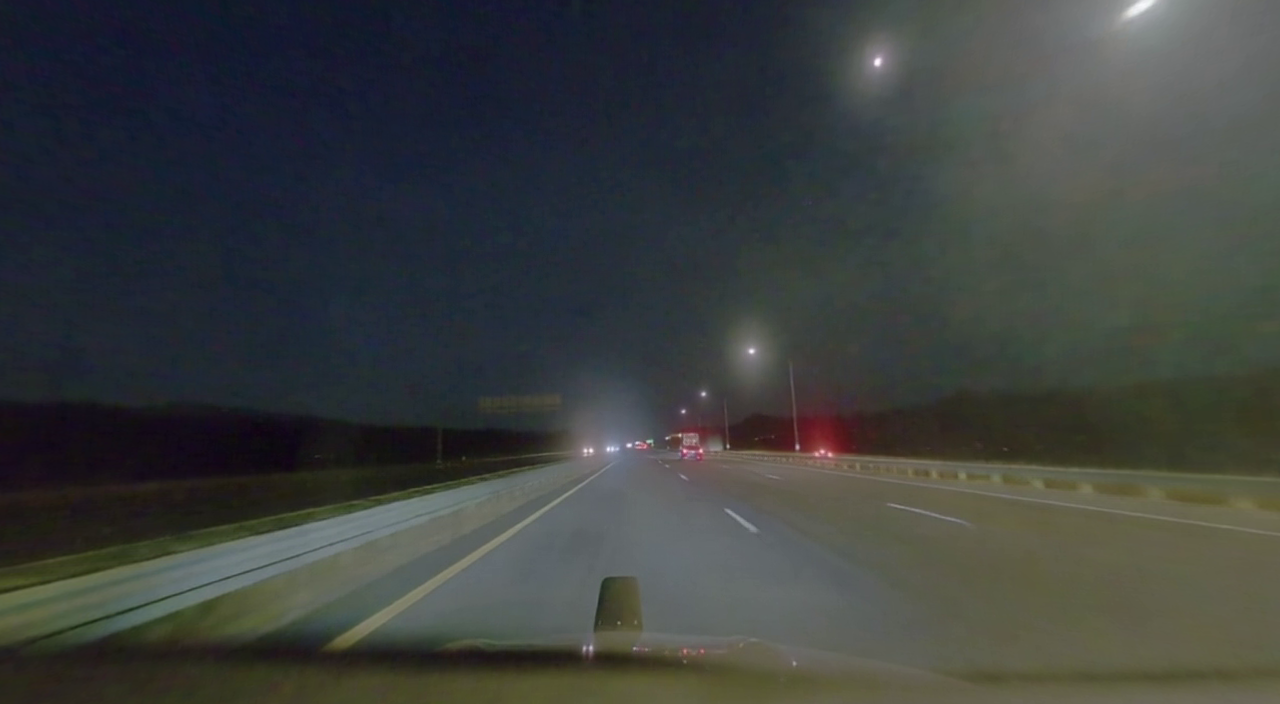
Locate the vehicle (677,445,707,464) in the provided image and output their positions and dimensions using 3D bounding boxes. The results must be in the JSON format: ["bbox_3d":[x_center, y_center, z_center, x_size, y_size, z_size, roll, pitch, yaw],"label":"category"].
[{"bbox_3d":[3.981,7.910,48.499,1.923,1.408,3.835,0,-9,-1],"label":"vehicle"}]
